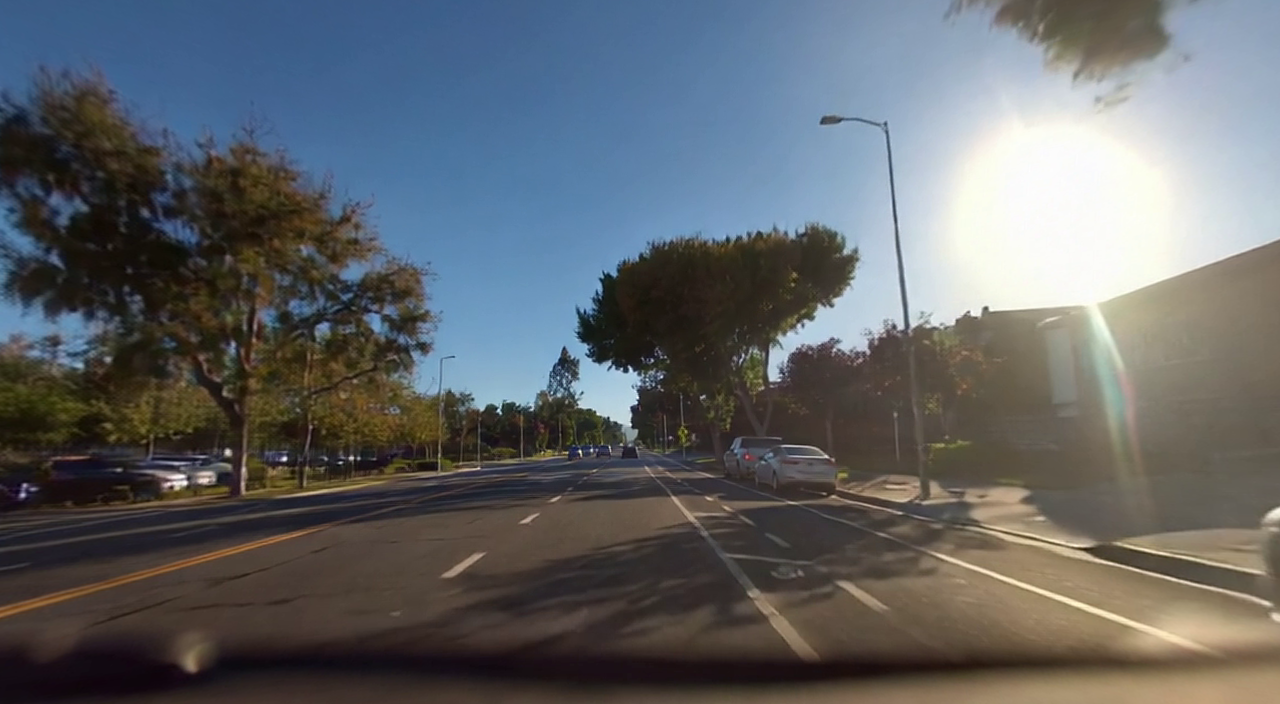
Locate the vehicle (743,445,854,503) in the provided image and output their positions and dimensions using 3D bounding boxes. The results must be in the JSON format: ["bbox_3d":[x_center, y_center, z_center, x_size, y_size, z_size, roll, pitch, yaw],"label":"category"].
[{"bbox_3d":[4.343,3.372,18.028,1.935,1.433,4.241,0,-8,-2],"label":"vehicle"}]

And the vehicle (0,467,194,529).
[{"bbox_3d":[-15.455,3.931,17.249,4.826,1.491,2.086,1,-8,-4],"label":"vehicle"}]
